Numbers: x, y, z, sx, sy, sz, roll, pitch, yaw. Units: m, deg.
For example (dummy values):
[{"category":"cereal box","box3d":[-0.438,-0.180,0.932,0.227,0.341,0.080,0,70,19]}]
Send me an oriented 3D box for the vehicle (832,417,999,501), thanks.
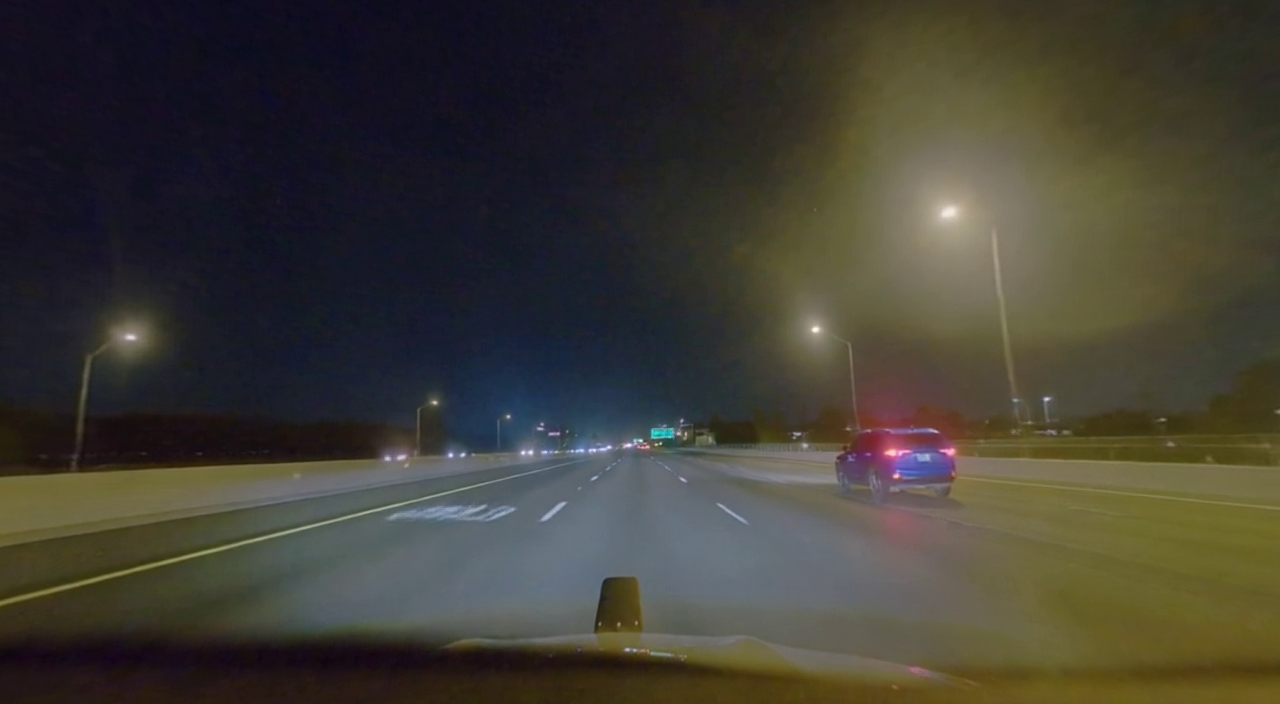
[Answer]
[{"category":"vehicle","box3d":[7.005,2.789,16.767,2.222,1.899,4.595,0,-8,-1]}]
